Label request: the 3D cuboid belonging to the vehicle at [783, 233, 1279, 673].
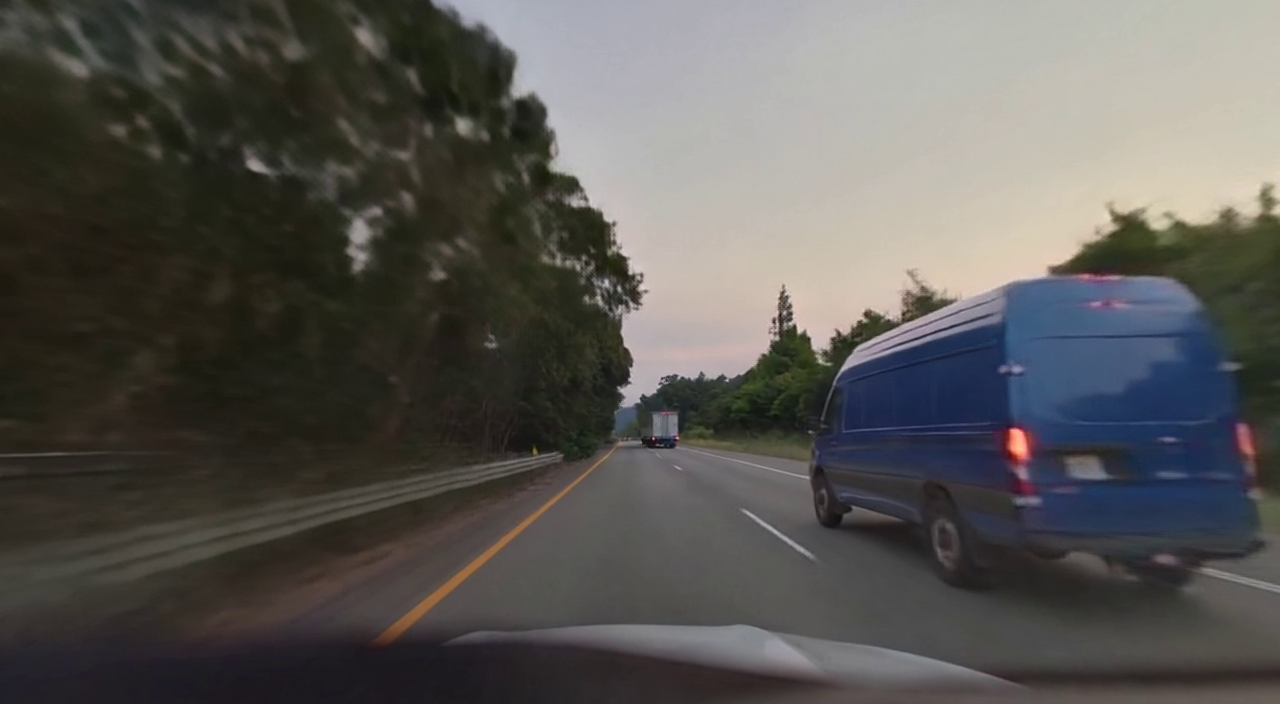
[{"bbox_3d":[3.614,0.951,6.799,2.570,2.596,6.082,0,-8,-1],"label":"vehicle"}]
